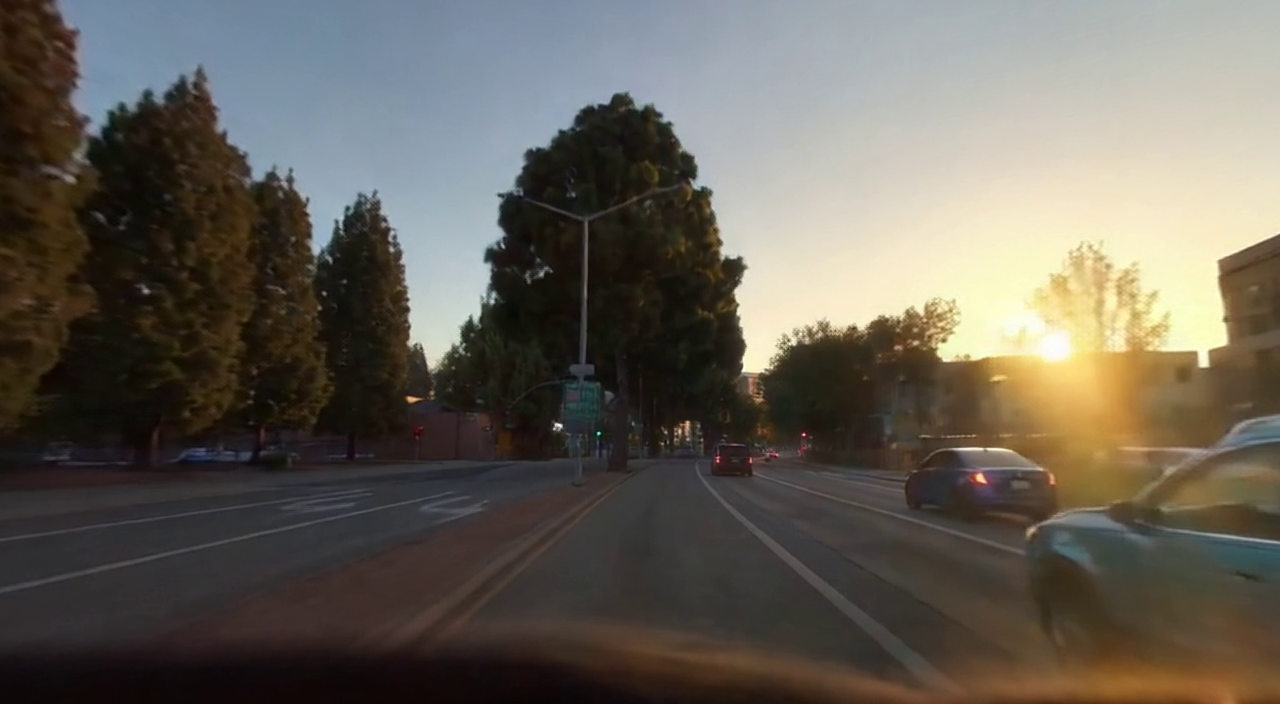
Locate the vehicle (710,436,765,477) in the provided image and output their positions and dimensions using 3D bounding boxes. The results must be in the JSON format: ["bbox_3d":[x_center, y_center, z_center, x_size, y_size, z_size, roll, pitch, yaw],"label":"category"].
[{"bbox_3d":[4.730,5.156,31.320,2.154,1.844,4.634,-1,-9,3],"label":"vehicle"}]

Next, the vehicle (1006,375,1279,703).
[{"bbox_3d":[3.462,0.877,2.246,1.901,1.634,3.952,0,-9,0],"label":"vehicle"}]

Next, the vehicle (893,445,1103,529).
[{"bbox_3d":[7.413,2.788,13.728,1.899,1.496,4.559,0,-9,0],"label":"vehicle"}]
